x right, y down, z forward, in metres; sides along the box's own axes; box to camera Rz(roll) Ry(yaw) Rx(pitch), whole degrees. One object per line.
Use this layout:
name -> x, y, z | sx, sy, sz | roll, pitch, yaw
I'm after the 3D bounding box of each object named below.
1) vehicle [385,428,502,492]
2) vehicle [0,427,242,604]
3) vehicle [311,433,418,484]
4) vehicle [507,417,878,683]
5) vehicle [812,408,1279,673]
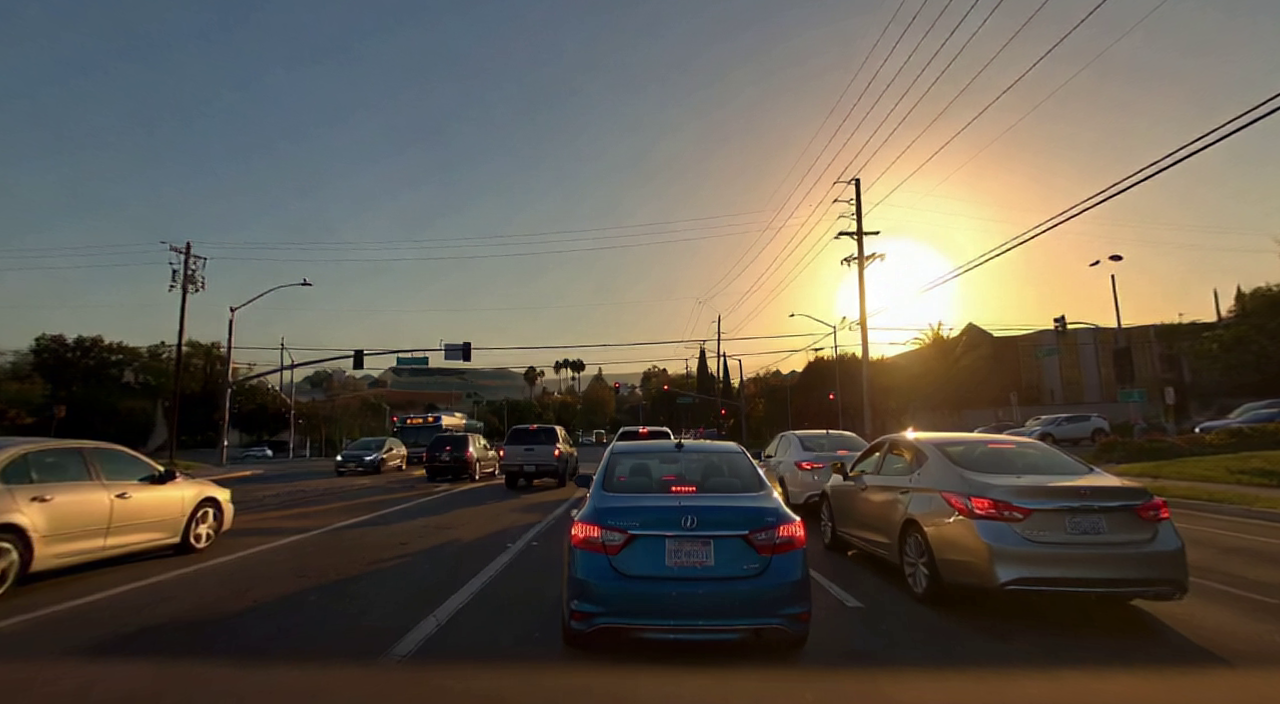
vehicle -> -6.258, 3.494, 20.897 | 2.070, 1.824, 5.196 | -1, -8, 2
vehicle -> -6.419, 1.517, 6.178 | 1.955, 1.497, 4.639 | -1, -8, 1
vehicle -> -10.617, 4.114, 24.795 | 1.981, 1.766, 4.870 | -1, -8, 0
vehicle -> 0.279, 1.417, 5.646 | 2.109, 1.483, 3.964 | 0, -8, -1
vehicle -> 3.123, 1.396, 5.802 | 1.870, 1.523, 4.096 | 0, -8, -1
